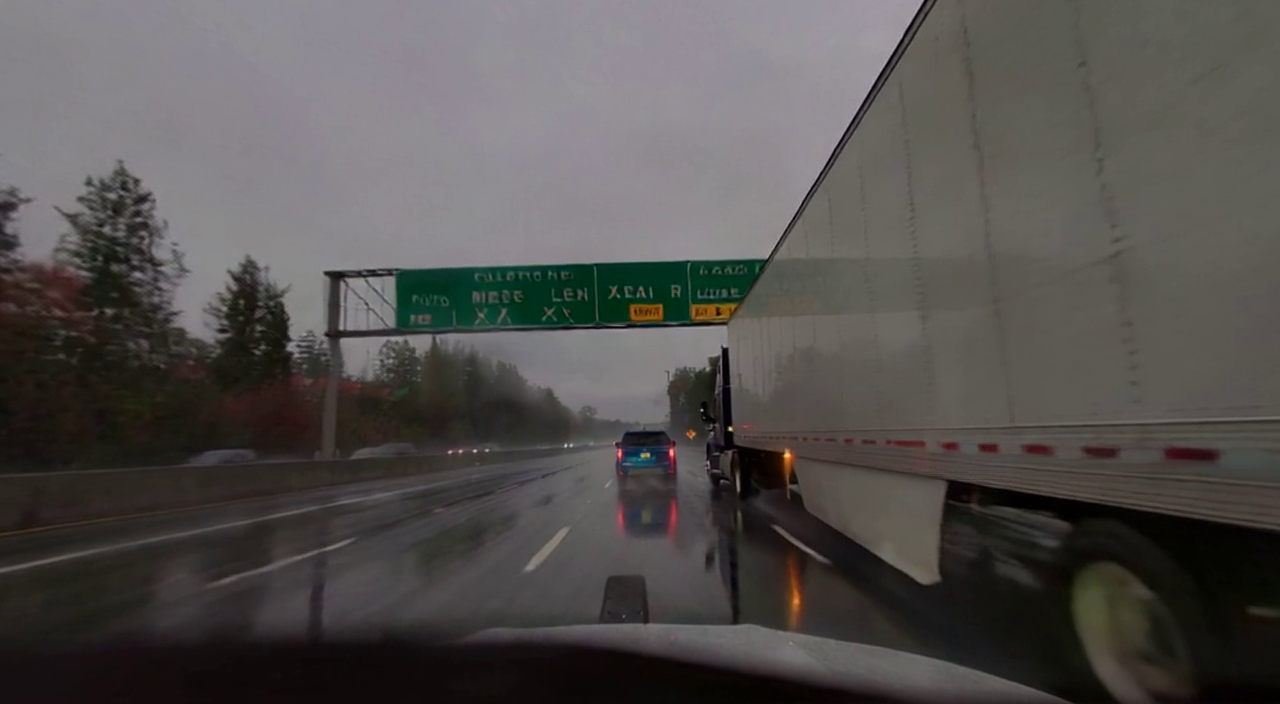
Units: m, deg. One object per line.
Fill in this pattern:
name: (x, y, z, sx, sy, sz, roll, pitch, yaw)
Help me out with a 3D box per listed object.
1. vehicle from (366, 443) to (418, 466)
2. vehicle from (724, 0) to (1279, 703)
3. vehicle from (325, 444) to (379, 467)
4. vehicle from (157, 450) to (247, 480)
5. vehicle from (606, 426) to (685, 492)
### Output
vehicle: (-18.300, 7.567, 46.458, 1.953, 1.598, 4.437, -1, -8, 1)
vehicle: (3.404, 0.264, 7.695, 2.909, 4.135, 15.820, -1, -8, 1)
vehicle: (-21.955, 7.906, 48.049, 1.927, 1.604, 4.541, -1, -8, 1)
vehicle: (-25.393, 6.522, 36.640, 1.871, 1.540, 4.626, -1, -8, 1)
vehicle: (0.170, 3.121, 18.681, 2.054, 1.706, 4.201, -1, -8, 1)
